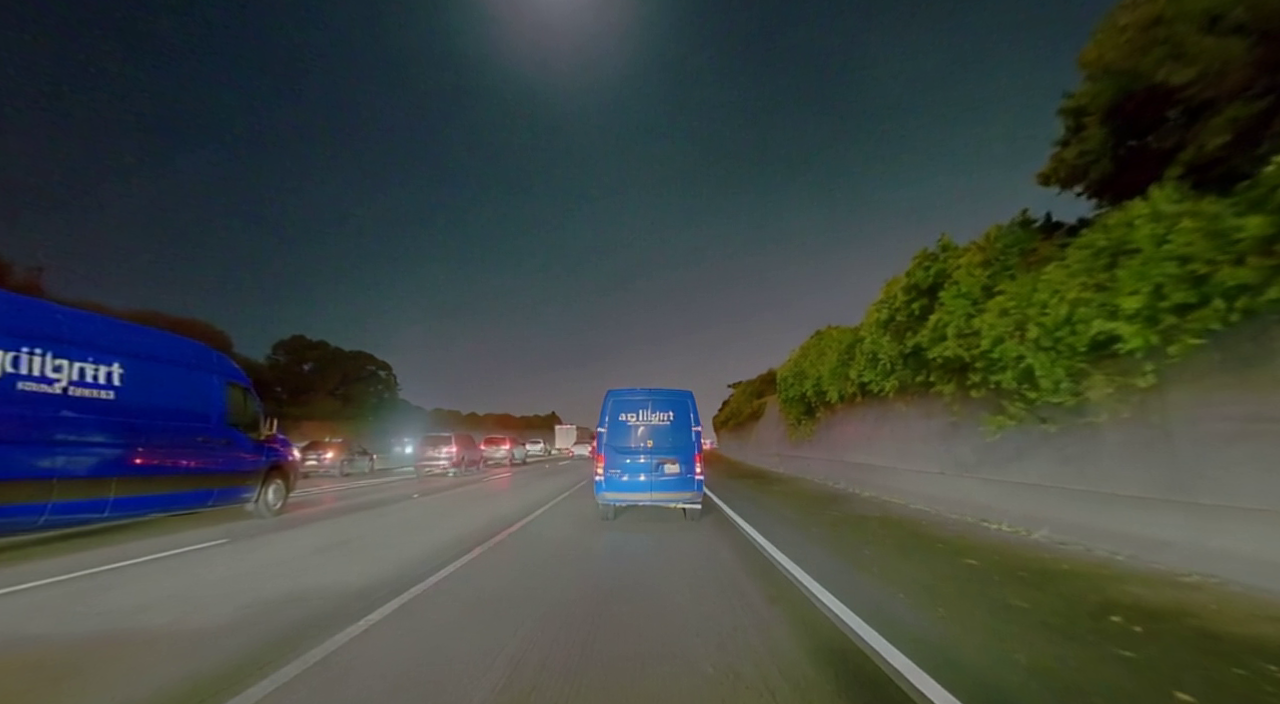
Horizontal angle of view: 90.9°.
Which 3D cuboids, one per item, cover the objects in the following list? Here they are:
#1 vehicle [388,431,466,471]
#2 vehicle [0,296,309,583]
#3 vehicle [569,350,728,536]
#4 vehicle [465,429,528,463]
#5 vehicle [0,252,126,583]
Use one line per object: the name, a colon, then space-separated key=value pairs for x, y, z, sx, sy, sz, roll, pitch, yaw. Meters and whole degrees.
vehicle: x=-10.556 y=4.953 z=31.730 sx=2.061 sy=1.846 sz=4.852 roll=-1 pitch=-8 yaw=3
vehicle: x=-7.311 y=1.201 z=8.852 sx=2.849 sy=3.020 sz=4.370 roll=0 pitch=-8 yaw=0
vehicle: x=0.163 y=1.799 z=12.541 sx=2.316 sy=2.738 sz=6.398 roll=0 pitch=-8 yaw=1
vehicle: x=-9.552 y=6.375 z=42.710 sx=2.566 sy=2.158 sz=5.957 roll=-1 pitch=-9 yaw=3
vehicle: x=-7.431 y=0.274 z=3.595 sx=2.717 sy=3.113 sz=7.354 roll=0 pitch=-8 yaw=0
